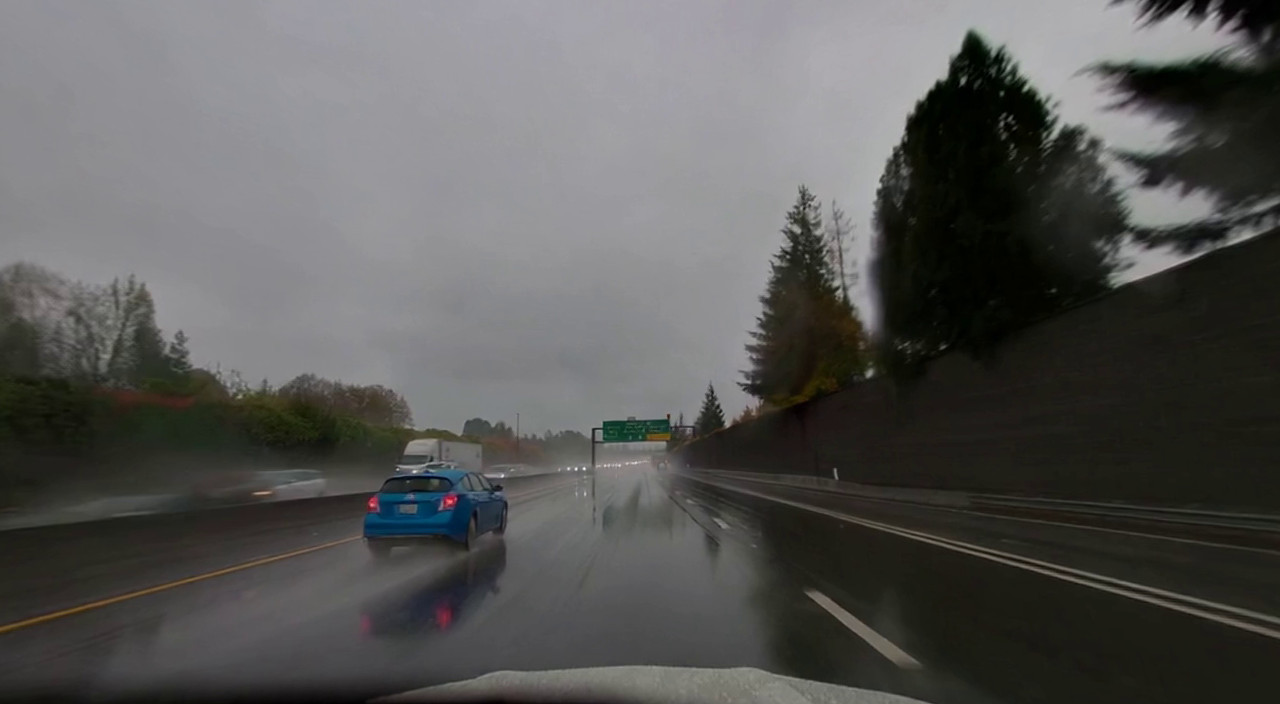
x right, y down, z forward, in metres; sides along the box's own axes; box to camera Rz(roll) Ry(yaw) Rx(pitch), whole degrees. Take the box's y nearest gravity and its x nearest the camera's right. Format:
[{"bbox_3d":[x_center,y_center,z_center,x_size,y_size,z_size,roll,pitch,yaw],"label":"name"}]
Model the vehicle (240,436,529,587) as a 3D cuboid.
[{"bbox_3d":[-3.019,2.045,8.778,2.045,1.487,4.582,1,-10,0],"label":"vehicle"}]
